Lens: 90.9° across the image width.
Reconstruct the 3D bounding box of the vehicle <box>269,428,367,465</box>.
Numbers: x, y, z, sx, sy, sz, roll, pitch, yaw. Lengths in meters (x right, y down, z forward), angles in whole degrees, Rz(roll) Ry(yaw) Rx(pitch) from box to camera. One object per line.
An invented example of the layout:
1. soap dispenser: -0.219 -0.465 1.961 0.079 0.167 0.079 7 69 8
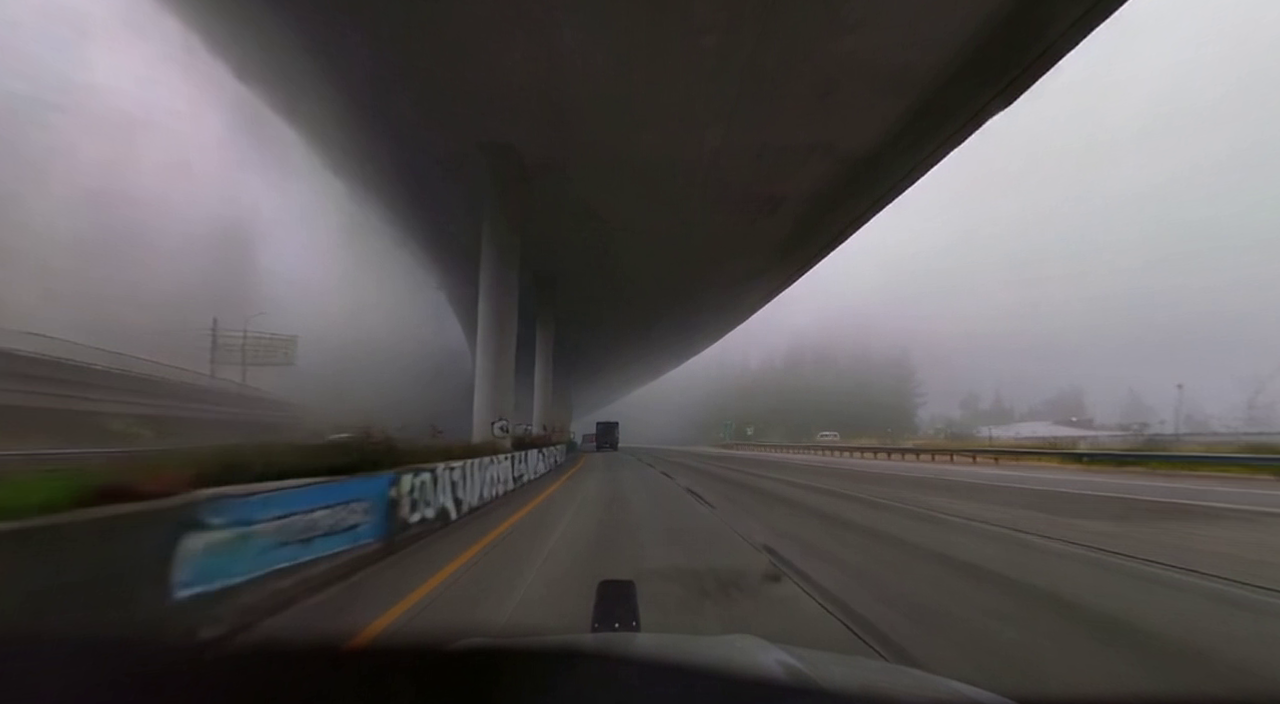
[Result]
1. vehicle: -14.128 4.159 28.002 2.030 1.500 4.664 0 -8 -2
